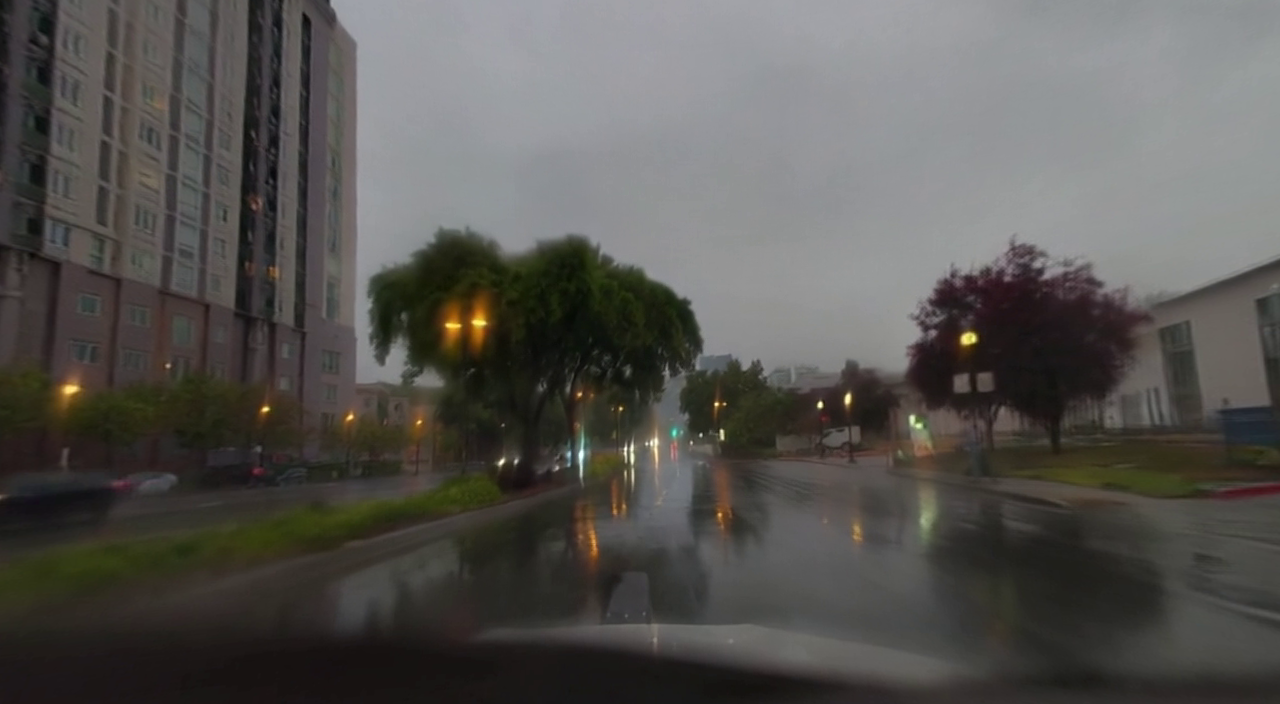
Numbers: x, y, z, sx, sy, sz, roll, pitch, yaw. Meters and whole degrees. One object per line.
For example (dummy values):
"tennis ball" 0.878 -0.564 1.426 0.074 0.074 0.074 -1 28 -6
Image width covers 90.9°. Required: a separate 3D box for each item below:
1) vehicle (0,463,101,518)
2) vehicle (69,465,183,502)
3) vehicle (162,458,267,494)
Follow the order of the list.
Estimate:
"vehicle" -23.289 5.085 23.203 2.065 1.788 5.053 -1 -8 6
"vehicle" -28.781 7.346 35.526 2.073 1.772 4.793 -1 -8 6
"vehicle" -28.439 8.286 42.488 2.403 2.020 6.284 -1 -8 3
